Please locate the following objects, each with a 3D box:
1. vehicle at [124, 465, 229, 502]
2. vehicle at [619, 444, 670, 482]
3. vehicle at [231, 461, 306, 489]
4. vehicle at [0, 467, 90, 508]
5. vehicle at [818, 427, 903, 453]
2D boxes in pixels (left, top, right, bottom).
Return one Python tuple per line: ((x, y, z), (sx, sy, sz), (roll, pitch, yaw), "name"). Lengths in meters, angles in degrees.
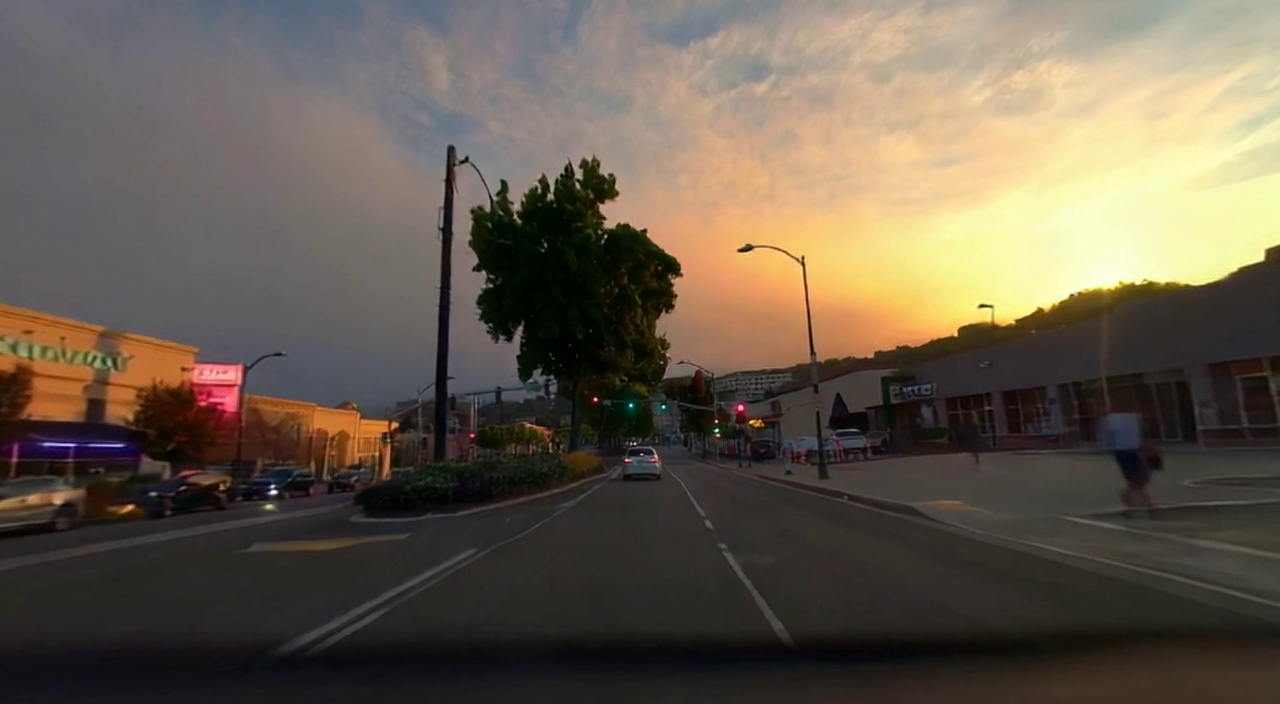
((-24.631, 6.974, 33.761), (4.310, 1.663, 1.881), (6, -10, -34), "vehicle")
((0.247, 4.556, 26.305), (1.977, 1.451, 4.032), (0, -9, 2), "vehicle")
((-25.310, 8.375, 43.129), (4.256, 1.697, 1.817), (5, -10, -31), "vehicle")
((-29.943, 6.628, 30.975), (4.261, 1.756, 1.915), (7, -11, -38), "vehicle")
((13.572, 5.422, 39.049), (4.466, 1.553, 2.060), (1, -7, -1), "vehicle")
